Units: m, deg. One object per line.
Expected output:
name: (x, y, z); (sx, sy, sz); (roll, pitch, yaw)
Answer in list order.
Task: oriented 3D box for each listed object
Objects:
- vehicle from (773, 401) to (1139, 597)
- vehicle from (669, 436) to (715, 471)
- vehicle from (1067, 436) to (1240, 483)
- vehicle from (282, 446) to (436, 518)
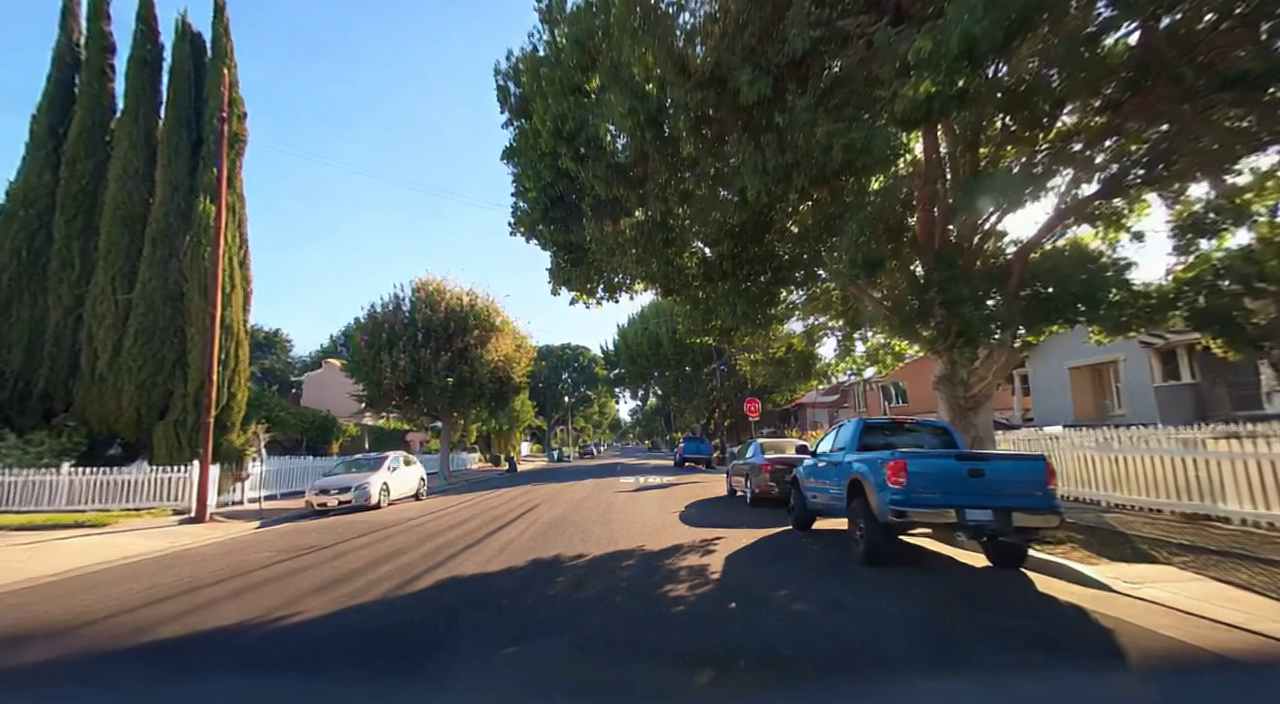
vehicle: (3.287, 1.631, 7.884); (2.080, 1.706, 4.449); (0, -9, -3)
vehicle: (2.811, 5.649, 35.220); (2.126, 1.795, 4.751); (0, -9, -1)
vehicle: (15.817, 3.321, 19.623); (3.814, 1.370, 1.728); (0, -9, 0)
vehicle: (-7.147, 3.308, 16.654); (2.125, 1.623, 4.207); (0, -9, -1)
